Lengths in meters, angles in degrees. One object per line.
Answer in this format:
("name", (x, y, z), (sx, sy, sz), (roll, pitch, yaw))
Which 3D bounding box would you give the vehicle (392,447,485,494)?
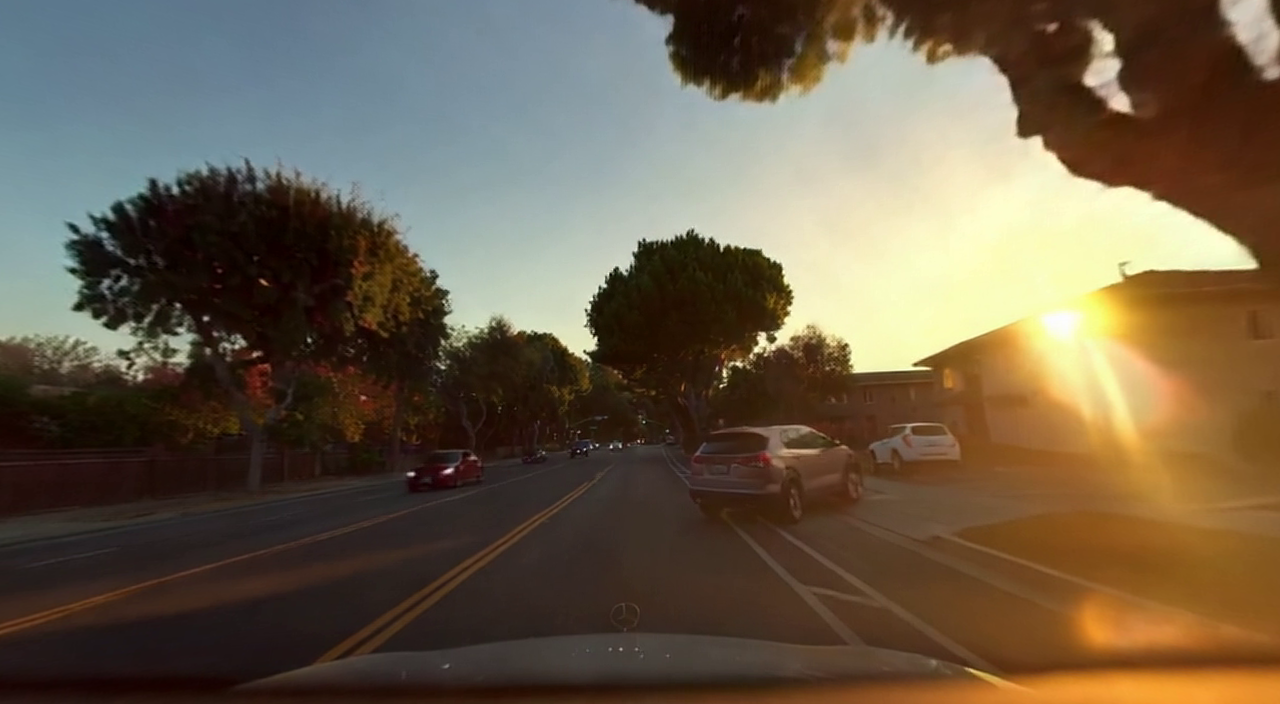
("vehicle", (-7.194, 4.240, 22.998), (1.894, 1.476, 4.429), (-2, -8, 1))

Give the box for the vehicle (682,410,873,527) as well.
("vehicle", (2.984, 2.253, 12.750), (2.268, 1.862, 4.724), (-5, -10, 31))

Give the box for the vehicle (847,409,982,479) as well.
("vehicle", (8.577, 3.007, 20.292), (2.007, 1.803, 4.835), (-5, -9, -1))
